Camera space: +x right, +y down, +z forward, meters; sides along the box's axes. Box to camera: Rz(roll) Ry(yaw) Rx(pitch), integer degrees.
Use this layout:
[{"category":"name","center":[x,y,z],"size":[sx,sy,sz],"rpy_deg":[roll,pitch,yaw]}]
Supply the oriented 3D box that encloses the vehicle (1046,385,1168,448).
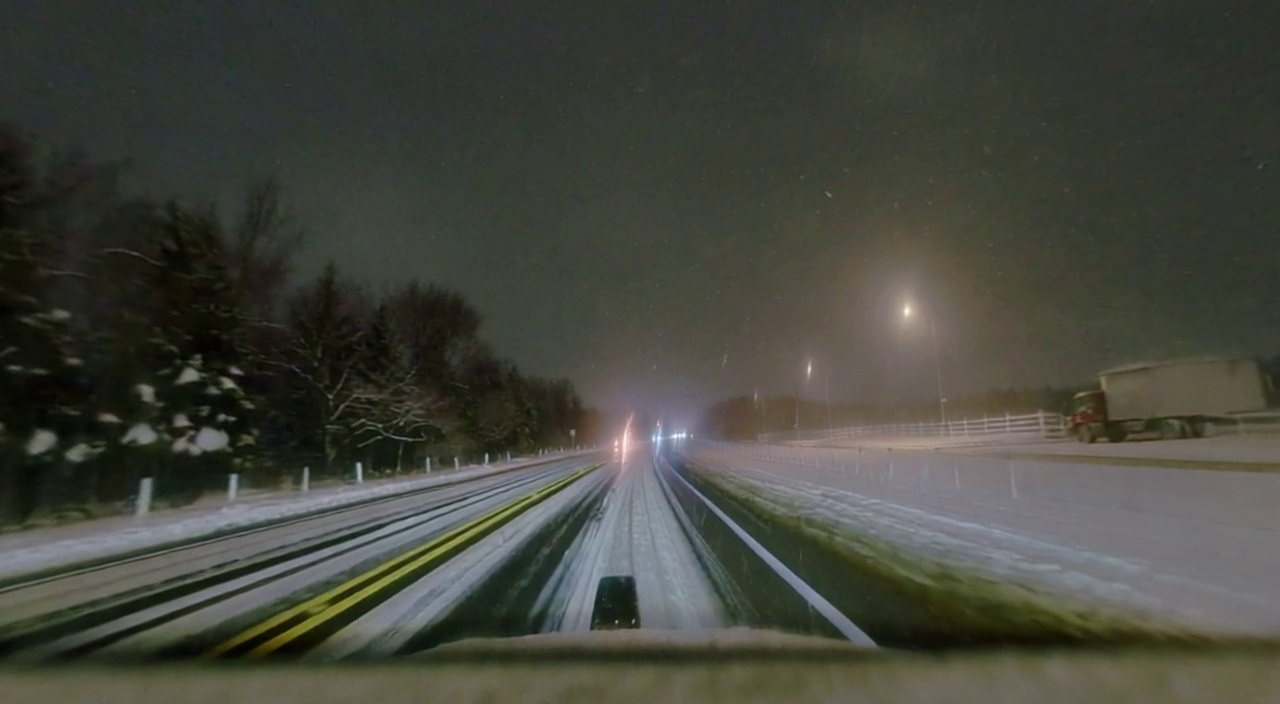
[{"category":"vehicle","center":[24.857,3.553,33.831],"size":[4.691,3.097,3.036],"rpy_deg":[-5,-9,30]}]
